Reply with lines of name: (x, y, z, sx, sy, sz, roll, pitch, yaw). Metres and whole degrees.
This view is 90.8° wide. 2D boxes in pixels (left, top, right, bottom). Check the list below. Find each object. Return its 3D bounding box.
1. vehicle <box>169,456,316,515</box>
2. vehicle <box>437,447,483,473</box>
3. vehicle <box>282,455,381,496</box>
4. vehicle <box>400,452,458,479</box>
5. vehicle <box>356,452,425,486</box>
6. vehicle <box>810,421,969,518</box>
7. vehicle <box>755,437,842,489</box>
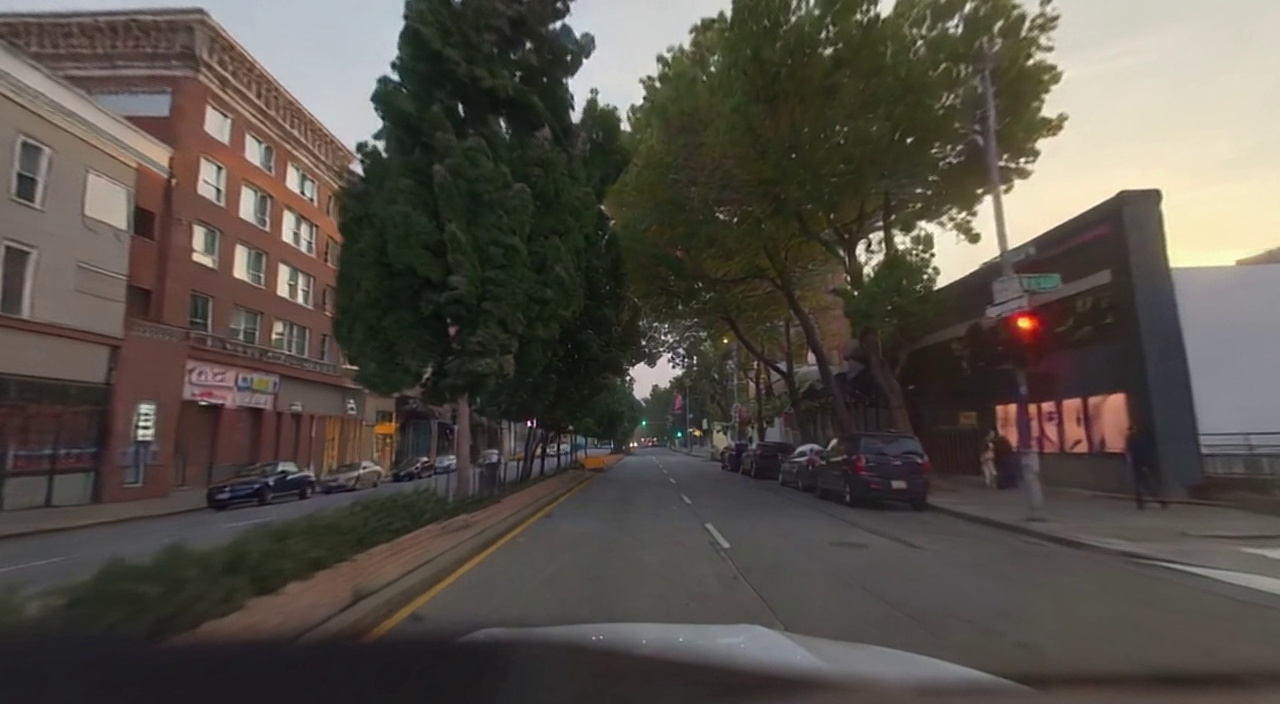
vehicle: (-12.092, 4.042, 19.598, 1.804, 1.533, 4.121, 0, -8, 1)
vehicle: (-12.098, 7.301, 42.779, 1.834, 1.643, 4.110, 0, -9, 1)
vehicle: (-12.678, 5.064, 26.326, 1.927, 1.489, 4.572, 0, -9, -2)
vehicle: (-12.594, 6.805, 38.006, 1.868, 1.418, 4.415, -2, -9, 1)
vehicle: (-12.591, 5.905, 32.158, 1.800, 1.532, 4.110, 0, -8, 0)
vehicle: (5.846, 2.806, 15.507, 2.010, 1.943, 4.319, -2, -9, -1)
vehicle: (5.902, 4.177, 24.110, 1.991, 1.771, 4.604, 0, -9, -2)
